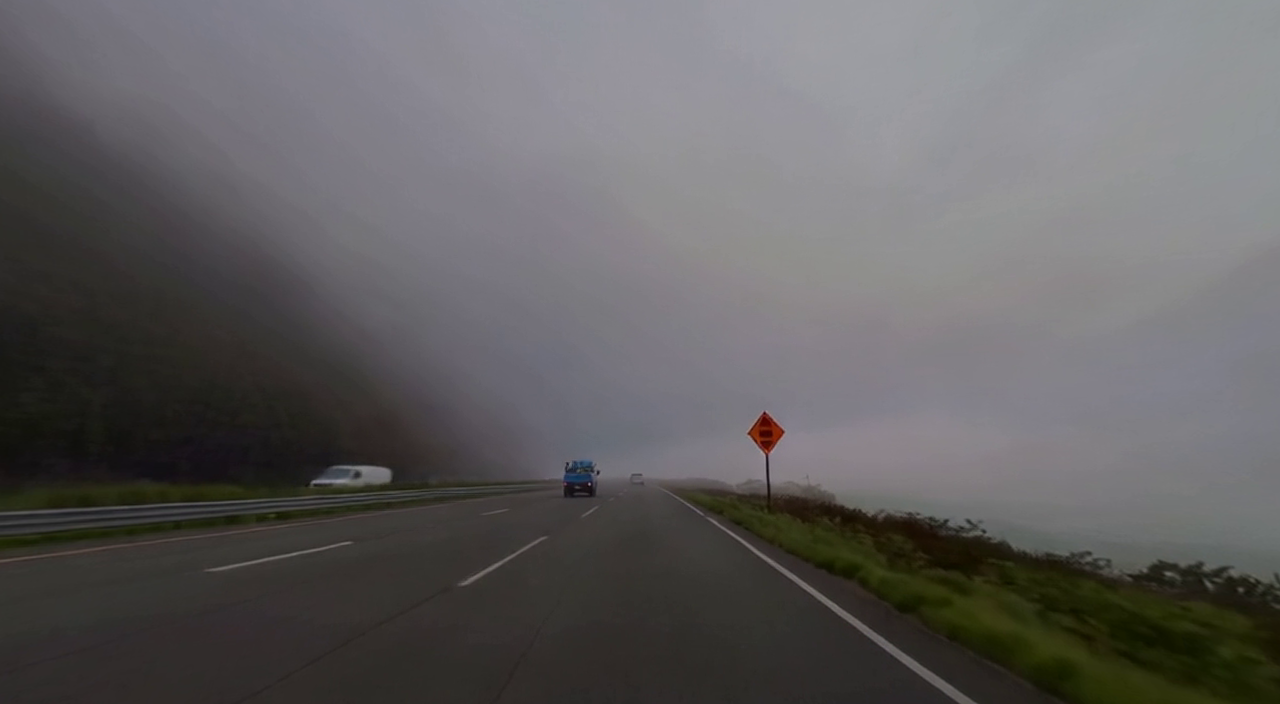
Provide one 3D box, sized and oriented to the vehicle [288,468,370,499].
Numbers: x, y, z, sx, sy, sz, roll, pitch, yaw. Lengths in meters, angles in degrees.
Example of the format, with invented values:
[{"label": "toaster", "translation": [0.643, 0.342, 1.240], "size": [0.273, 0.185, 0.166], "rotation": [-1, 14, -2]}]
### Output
[{"label": "vehicle", "translation": [-16.253, 6.867, 33.080], "size": [1.889, 1.459, 4.492], "rotation": [0, -11, 2]}]
